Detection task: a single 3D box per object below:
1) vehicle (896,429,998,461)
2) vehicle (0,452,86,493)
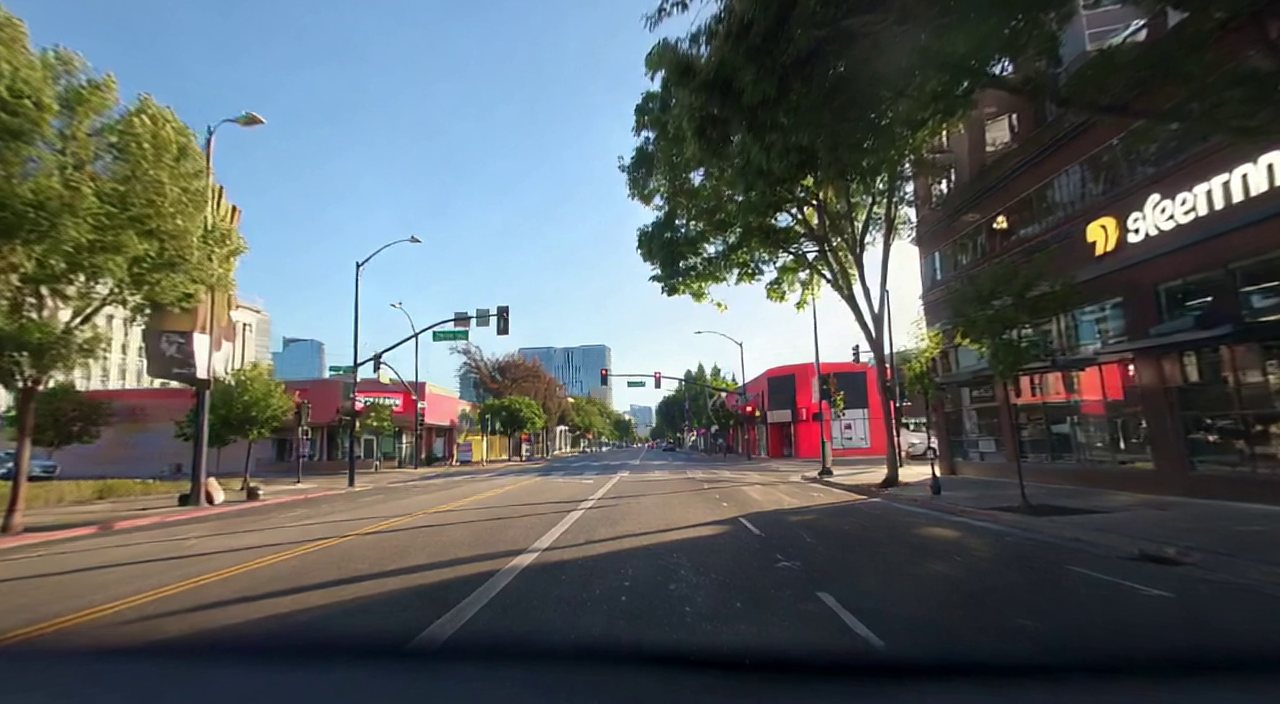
[{"bbox_3d":[17.639,5.370,36.420,4.836,1.795,1.957,0,-8,1],"label":"vehicle"},{"bbox_3d":[-31.586,6.098,32.057,4.674,1.959,2.265,-1,-8,2],"label":"vehicle"}]
